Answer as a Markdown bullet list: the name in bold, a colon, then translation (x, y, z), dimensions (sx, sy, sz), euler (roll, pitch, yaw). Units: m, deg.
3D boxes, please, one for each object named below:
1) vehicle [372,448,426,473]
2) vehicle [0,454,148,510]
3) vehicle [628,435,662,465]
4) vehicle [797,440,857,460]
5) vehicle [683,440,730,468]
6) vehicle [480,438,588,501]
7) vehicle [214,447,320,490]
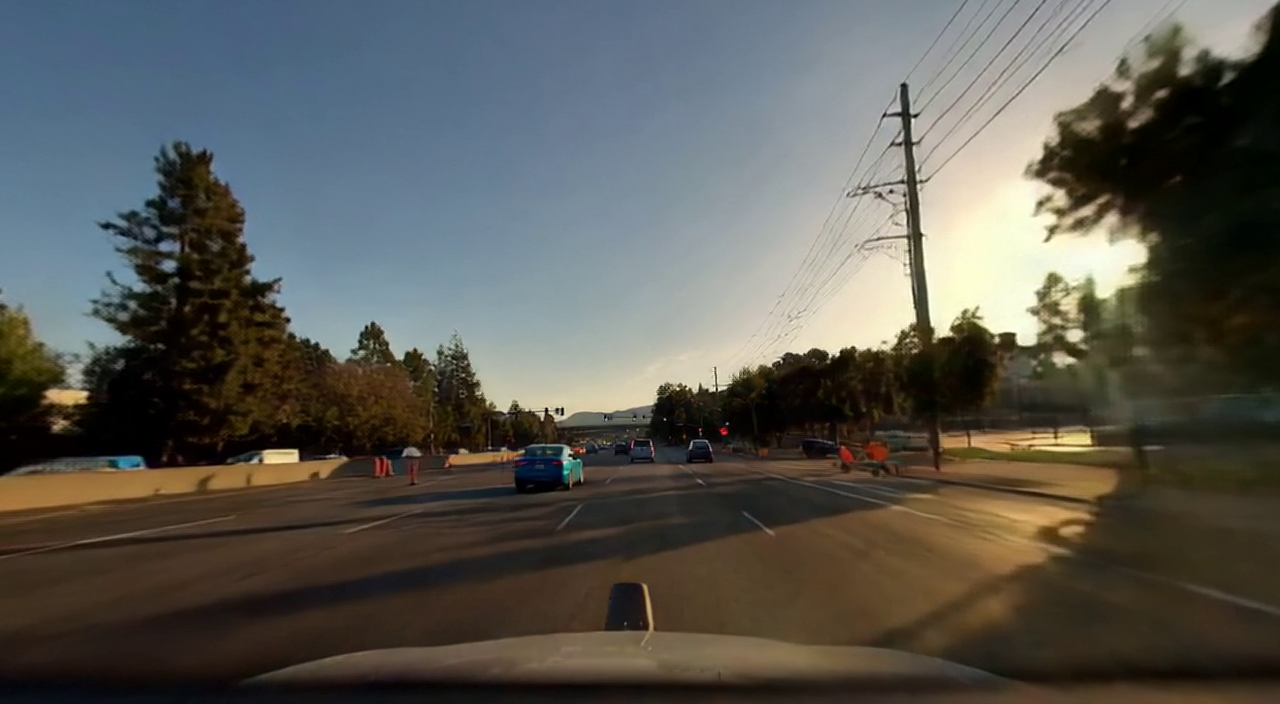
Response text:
- **vehicle**: translation (-17.292, 7.795, 45.488), dimensions (2.036, 1.649, 4.493), euler (-1, -8, 1)
- **vehicle**: translation (-20.110, 4.499, 22.282), dimensions (1.854, 1.685, 4.496), euler (0, -8, -2)
- **vehicle**: translation (0.333, 6.381, 41.080), dimensions (2.060, 1.845, 4.151), euler (-1, -8, 1)
- **vehicle**: translation (14.694, 7.652, 49.409), dimensions (4.677, 1.466, 1.928), euler (5, -10, -34)
- **vehicle**: translation (3.680, 5.760, 35.858), dimensions (2.142, 1.475, 4.565), euler (0, -8, 0)
- **vehicle**: translation (-2.770, 3.211, 17.759), dimensions (2.087, 1.480, 4.825), euler (-1, -8, 2)
- **vehicle**: translation (-16.815, 5.241, 28.781), dimensions (2.025, 1.712, 4.578), euler (-1, -8, 0)
